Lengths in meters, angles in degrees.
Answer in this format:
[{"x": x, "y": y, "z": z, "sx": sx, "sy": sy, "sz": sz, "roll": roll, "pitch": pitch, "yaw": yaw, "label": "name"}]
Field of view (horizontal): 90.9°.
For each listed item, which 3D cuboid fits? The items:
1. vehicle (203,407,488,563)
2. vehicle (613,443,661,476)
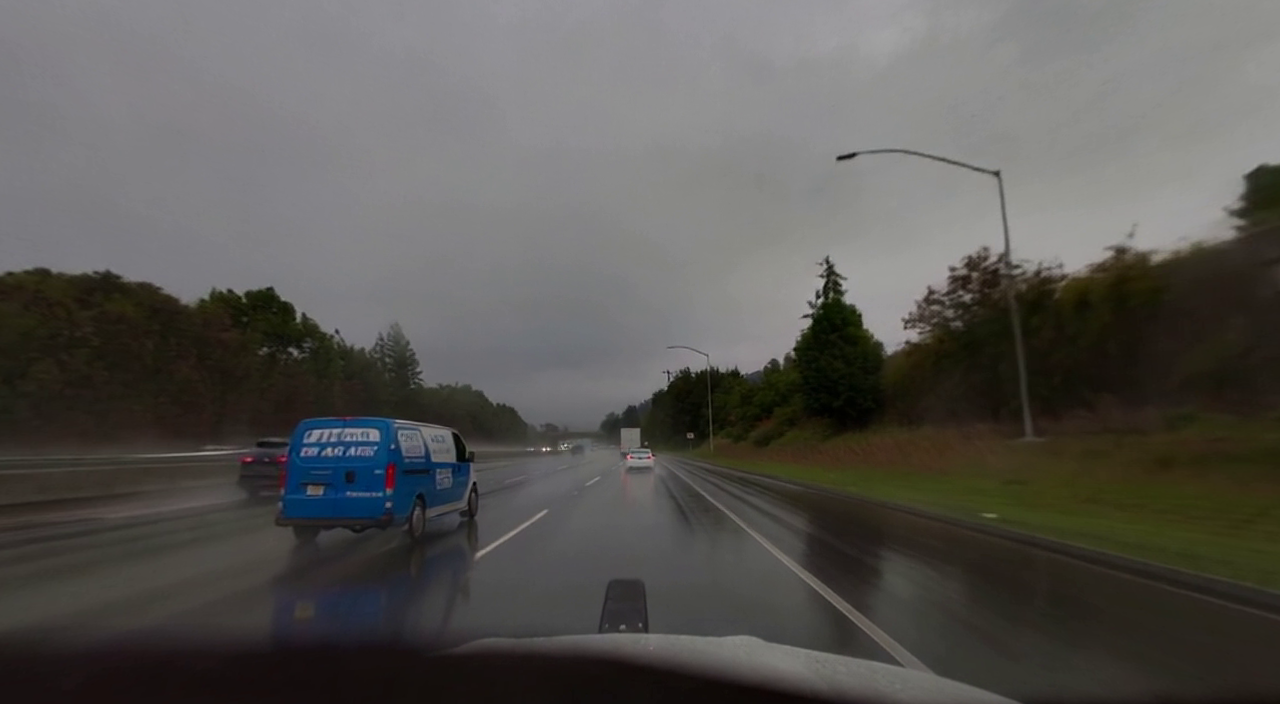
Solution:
[{"x": -4.178, "y": 1.994, "z": 10.221, "sx": 2.174, "sy": 1.862, "sz": 5.012, "roll": 0, "pitch": -9, "yaw": 0, "label": "vehicle"}, {"x": -0.123, "y": 5.288, "z": 31.243, "sx": 2.238, "sy": 1.479, "sz": 3.672, "roll": 0, "pitch": -9, "yaw": 0, "label": "vehicle"}]
